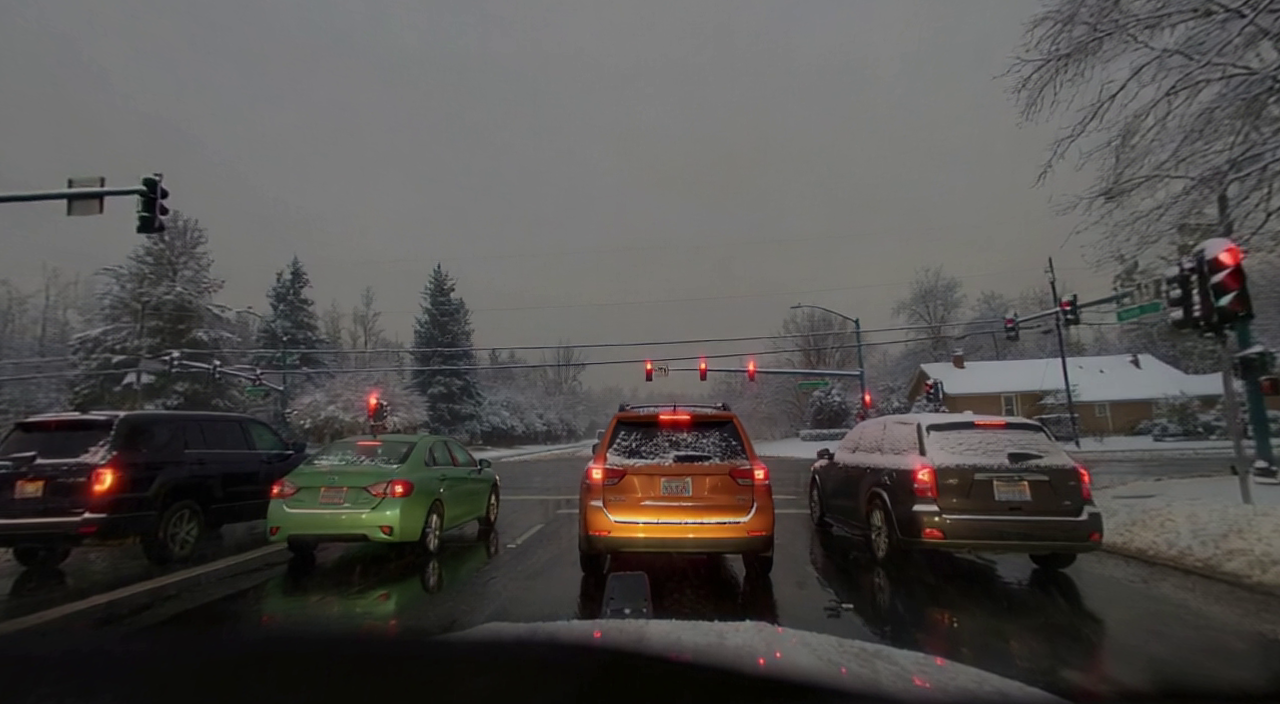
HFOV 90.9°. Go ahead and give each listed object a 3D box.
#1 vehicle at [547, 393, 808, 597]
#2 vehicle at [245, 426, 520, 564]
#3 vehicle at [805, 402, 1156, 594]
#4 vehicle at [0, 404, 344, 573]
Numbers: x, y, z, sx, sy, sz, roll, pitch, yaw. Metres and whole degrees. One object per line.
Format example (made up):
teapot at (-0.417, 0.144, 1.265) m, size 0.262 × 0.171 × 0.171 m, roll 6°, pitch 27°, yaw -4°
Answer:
vehicle at (0.392, 1.519, 7.496) m, size 2.198 × 1.708 × 4.170 m, roll 0°, pitch -8°, yaw 2°
vehicle at (-3.240, 1.884, 9.104) m, size 1.885 × 1.475 × 4.359 m, roll -1°, pitch -8°, yaw 4°
vehicle at (3.527, 1.587, 7.738) m, size 2.047 × 1.638 × 4.395 m, roll -1°, pitch -8°, yaw 4°
vehicle at (-6.626, 1.823, 9.245) m, size 2.075 × 1.796 × 4.785 m, roll 0°, pitch -8°, yaw 2°
